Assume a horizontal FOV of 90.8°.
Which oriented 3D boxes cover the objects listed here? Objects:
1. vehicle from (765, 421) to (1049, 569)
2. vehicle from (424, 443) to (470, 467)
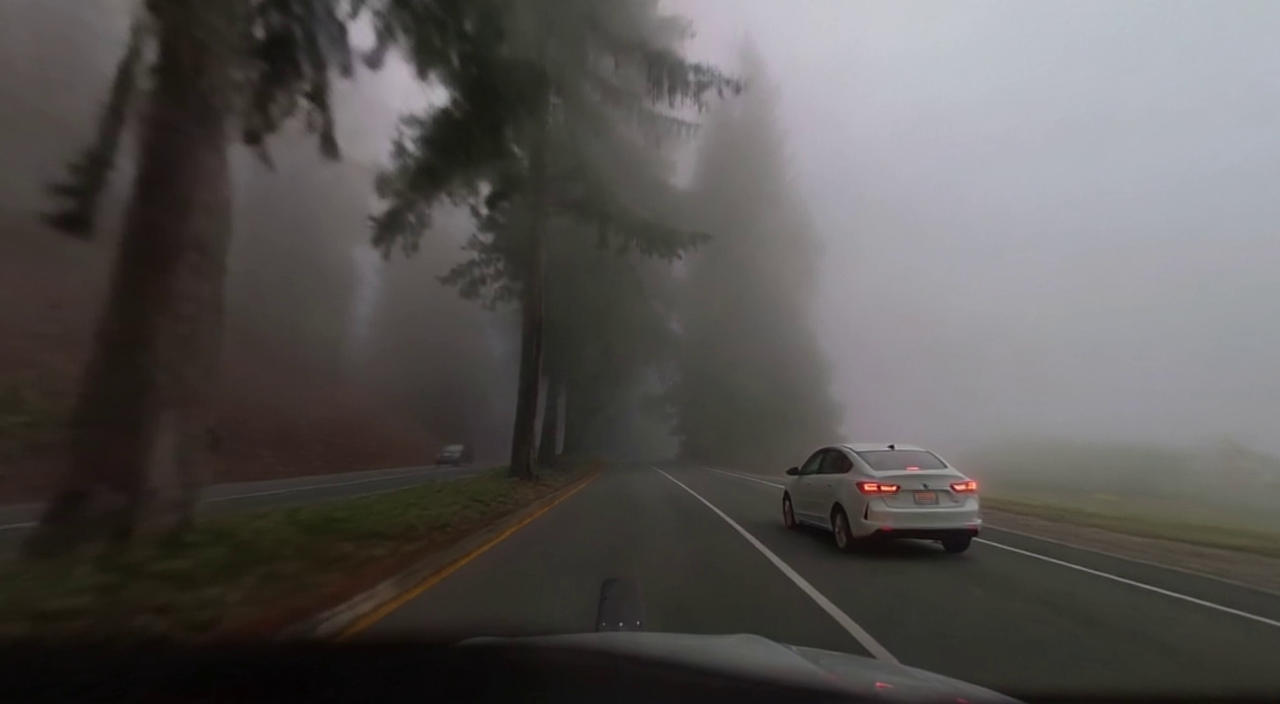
[{"bbox_3d":[3.379,1.914,9.245,2.060,1.584,4.592,0,-9,-1],"label":"vehicle"},{"bbox_3d":[-13.990,7.488,46.064,1.978,1.660,4.462,0,-9,-1],"label":"vehicle"}]
